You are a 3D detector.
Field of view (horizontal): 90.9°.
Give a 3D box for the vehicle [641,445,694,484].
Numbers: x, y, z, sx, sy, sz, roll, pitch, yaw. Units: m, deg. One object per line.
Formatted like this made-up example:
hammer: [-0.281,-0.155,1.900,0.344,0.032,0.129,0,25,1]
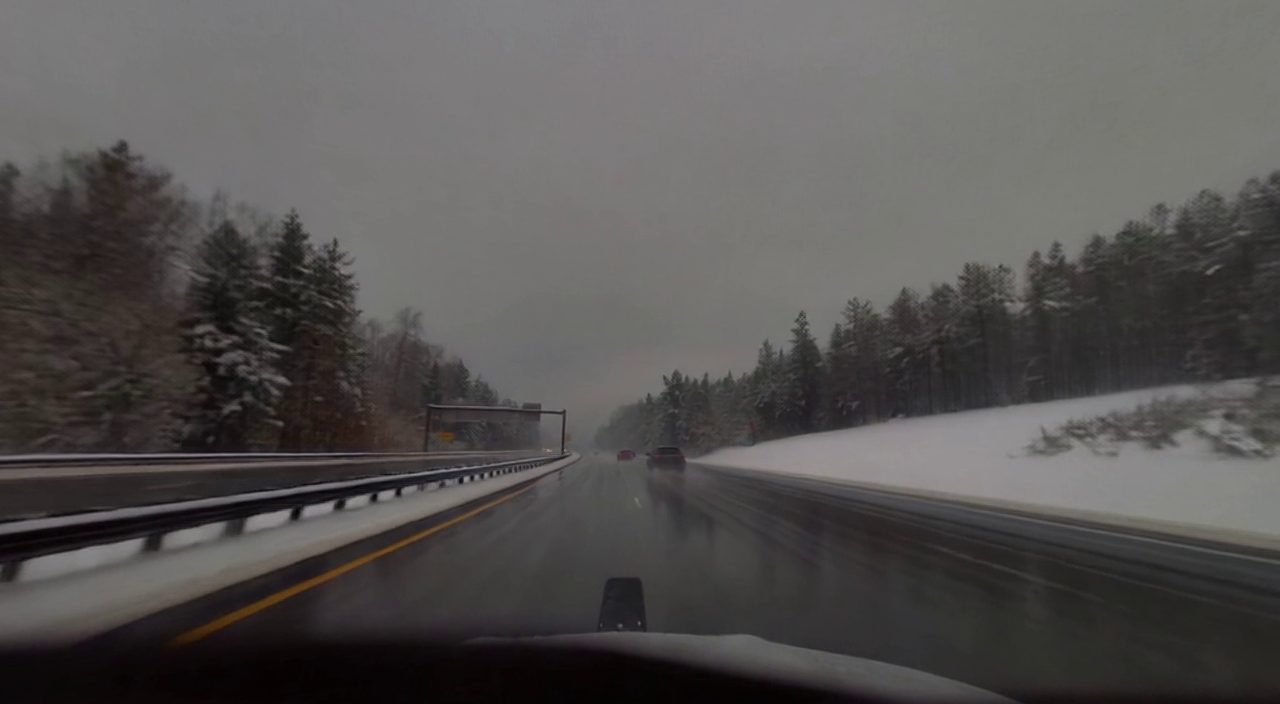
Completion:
vehicle: [1.162,4.983,28.126,2.011,1.590,3.607,0,-9,-3]
